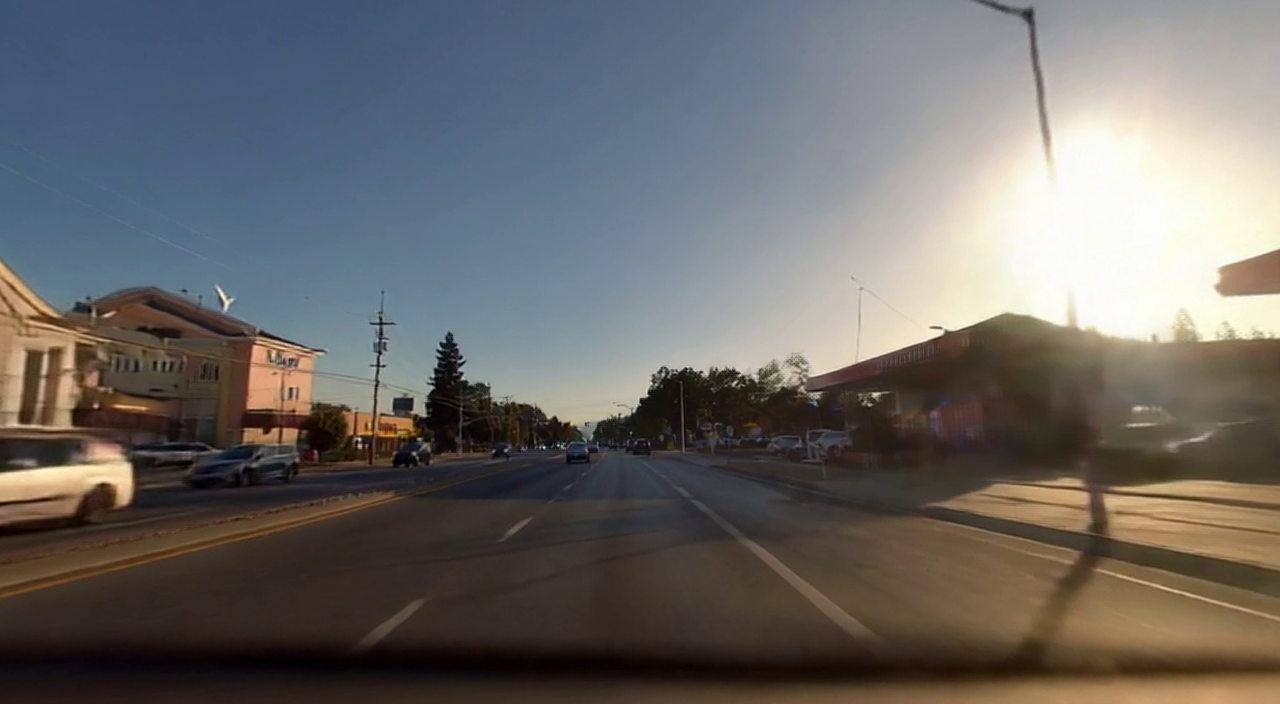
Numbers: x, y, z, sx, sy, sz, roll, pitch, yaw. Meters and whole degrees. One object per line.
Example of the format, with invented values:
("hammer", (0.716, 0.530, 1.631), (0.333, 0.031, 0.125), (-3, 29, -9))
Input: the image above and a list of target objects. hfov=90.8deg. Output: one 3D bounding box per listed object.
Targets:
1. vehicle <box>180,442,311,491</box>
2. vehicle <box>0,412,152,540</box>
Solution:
("vehicle", (-15.113, 4.372, 24.610), (2.011, 1.655, 5.029), (-1, -8, -2))
("vehicle", (-10.980, 2.013, 10.193), (2.229, 1.957, 5.057), (-2, -8, -1))
